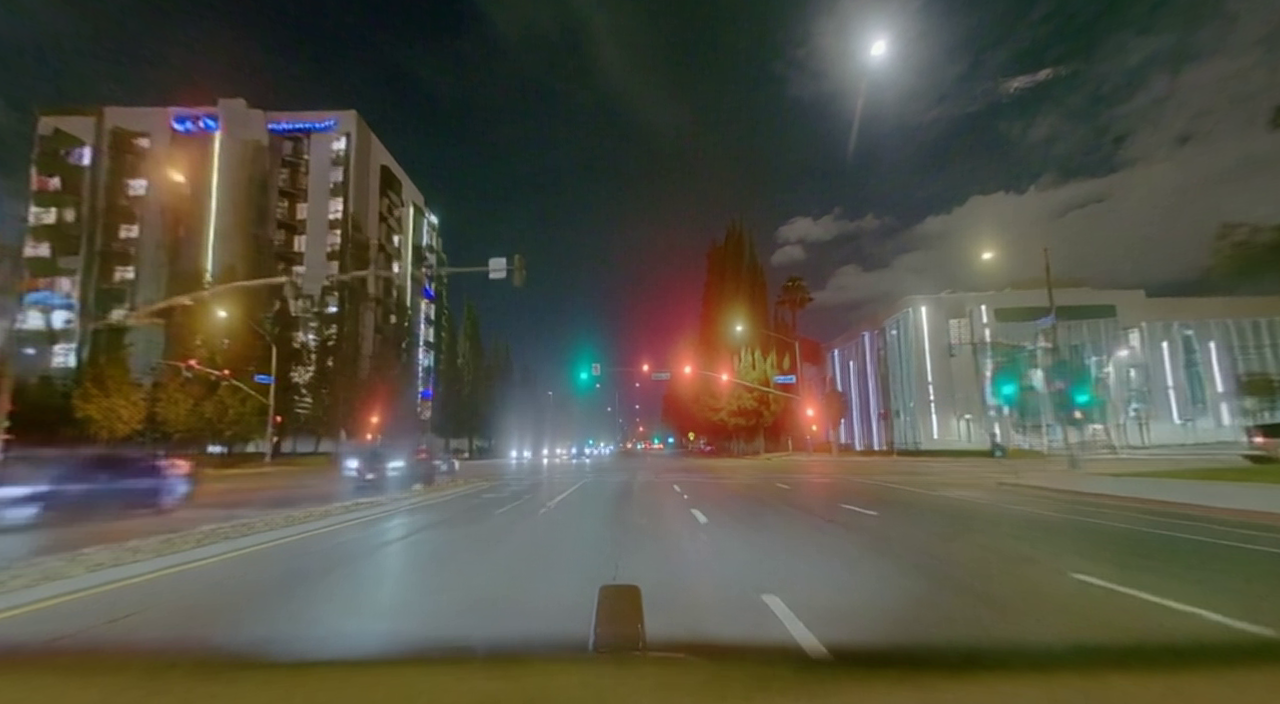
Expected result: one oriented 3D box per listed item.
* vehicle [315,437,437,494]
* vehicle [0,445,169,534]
[{"bbox_3d":[-8.767,3.787,21.502,2.140,1.685,4.571,0,-8,0],"label":"vehicle"},{"bbox_3d":[-11.869,2.568,12.278,1.952,1.478,4.521,0,-8,0],"label":"vehicle"}]
